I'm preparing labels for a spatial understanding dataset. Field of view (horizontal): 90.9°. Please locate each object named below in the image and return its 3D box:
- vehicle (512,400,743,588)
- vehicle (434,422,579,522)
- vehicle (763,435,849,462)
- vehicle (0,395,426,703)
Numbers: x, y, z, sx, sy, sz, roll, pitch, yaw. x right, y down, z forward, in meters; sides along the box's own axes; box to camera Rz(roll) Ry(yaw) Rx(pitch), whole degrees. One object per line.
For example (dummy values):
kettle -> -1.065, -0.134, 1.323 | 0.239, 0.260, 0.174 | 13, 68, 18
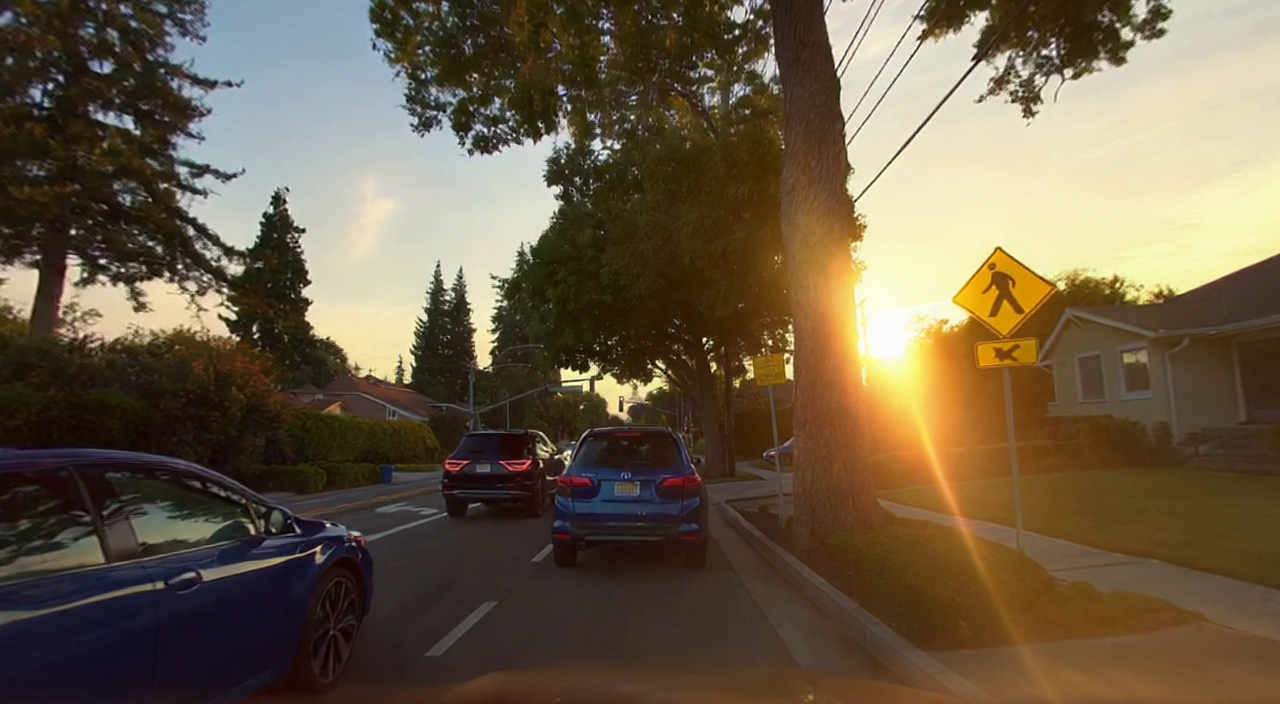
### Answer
vehicle -> -0.118, 1.600, 7.819 | 2.120, 1.718, 3.909 | 0, -9, 0
vehicle -> -2.564, 2.436, 13.245 | 2.000, 1.737, 4.133 | 0, -9, 2
vehicle -> 9.345, 5.480, 35.782 | 4.456, 1.504, 1.914 | -1, -9, 5
vehicle -> -2.869, 1.044, 2.998 | 1.968, 1.472, 4.685 | 0, -9, 1
